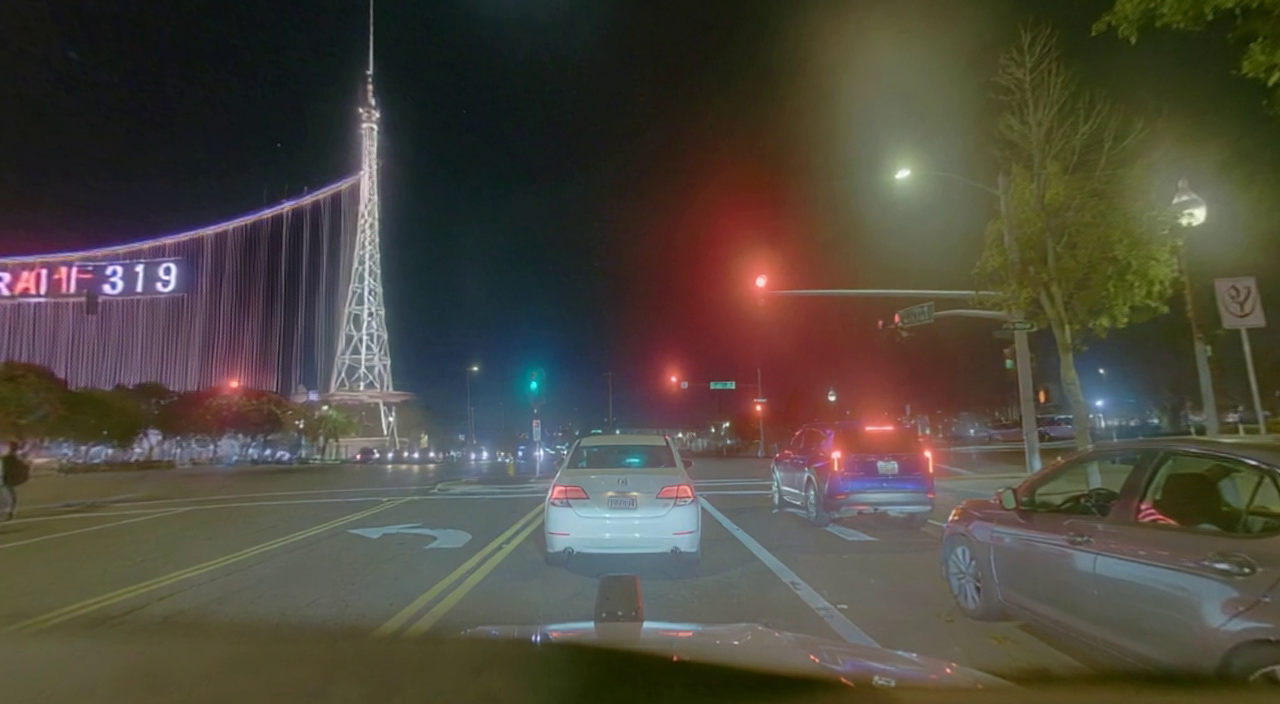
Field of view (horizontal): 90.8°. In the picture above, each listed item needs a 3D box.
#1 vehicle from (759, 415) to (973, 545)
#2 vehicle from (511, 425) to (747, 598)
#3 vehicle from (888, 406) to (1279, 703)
[{"bbox_3d":[3.501,2.081,10.929,1.978,1.738,4.599,0,-8,0],"label":"vehicle"},{"bbox_3d":[-0.106,1.706,7.571,2.096,1.521,3.747,0,-8,0],"label":"vehicle"},{"bbox_3d":[3.382,1.180,4.006,1.833,1.465,4.258,0,-8,-1],"label":"vehicle"}]
